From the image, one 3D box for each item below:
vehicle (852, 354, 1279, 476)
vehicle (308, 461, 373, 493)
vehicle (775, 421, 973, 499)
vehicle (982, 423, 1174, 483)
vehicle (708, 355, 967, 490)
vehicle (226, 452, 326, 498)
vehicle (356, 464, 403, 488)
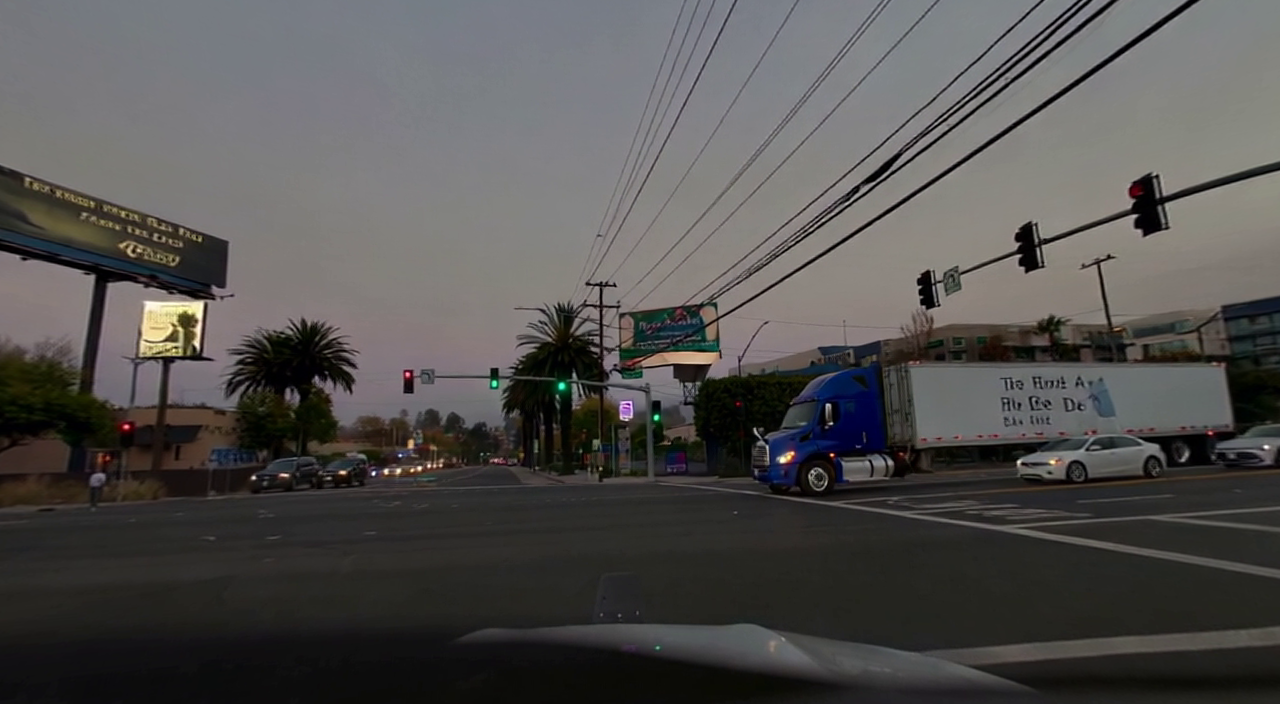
[{"bbox_3d":[16.964,2.445,24.565,17.071,4.151,2.876,1,-9,-11],"label":"vehicle"},{"bbox_3d":[-18.418,7.671,39.156,2.028,1.744,4.876,0,-9,-5],"label":"vehicle"},{"bbox_3d":[7.069,3.295,19.423,5.079,1.893,2.200,-2,-10,-11],"label":"vehicle"},{"bbox_3d":[14.059,3.266,20.437,4.958,1.510,1.949,-2,-10,-10],"label":"vehicle"},{"bbox_3d":[6.874,2.526,22.686,8.167,4.352,3.029,1,-9,-10],"label":"vehicle"},{"bbox_3d":[-22.845,7.688,40.148,2.989,2.573,6.053,0,-9,-4],"label":"vehicle"},{"bbox_3d":[-19.408,9.198,47.332,1.834,1.521,4.970,0,-9,-5],"label":"vehicle"}]
